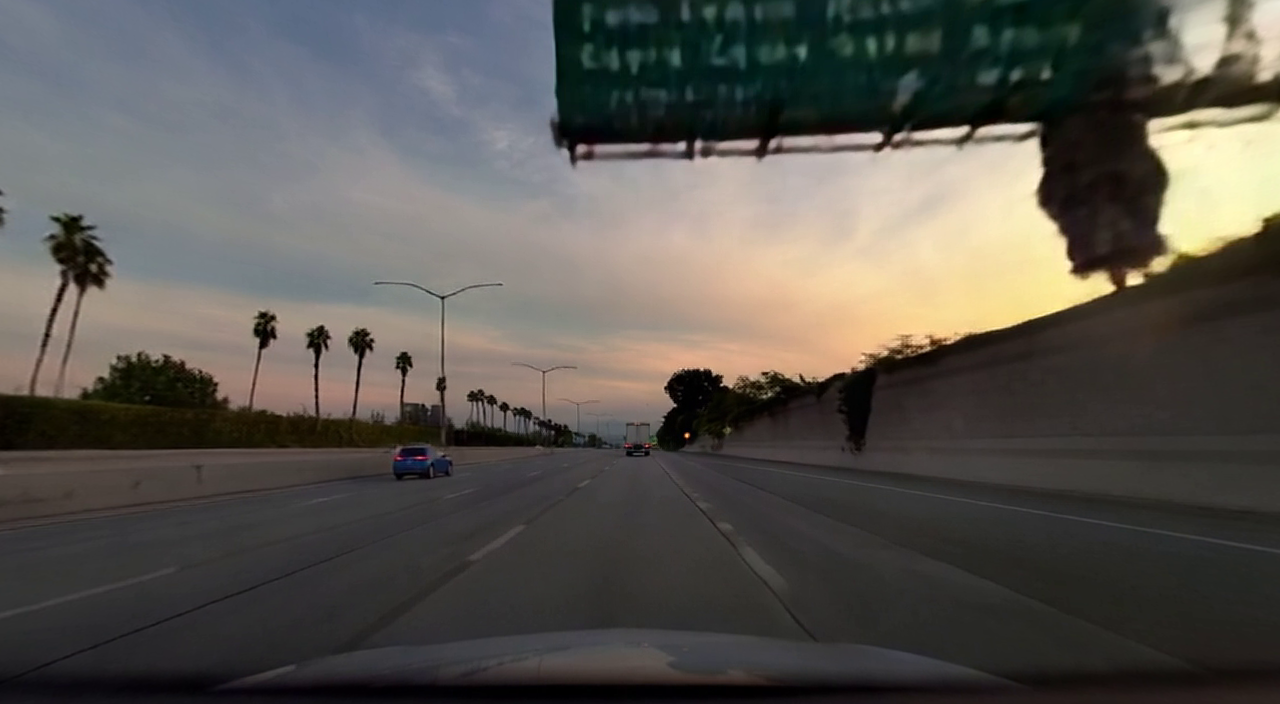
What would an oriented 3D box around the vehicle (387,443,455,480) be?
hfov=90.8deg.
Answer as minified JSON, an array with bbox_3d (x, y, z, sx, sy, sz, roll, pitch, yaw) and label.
[{"bbox_3d":[-10.729,5.377,31.262,1.897,1.653,4.113,0,-9,0],"label":"vehicle"}]
